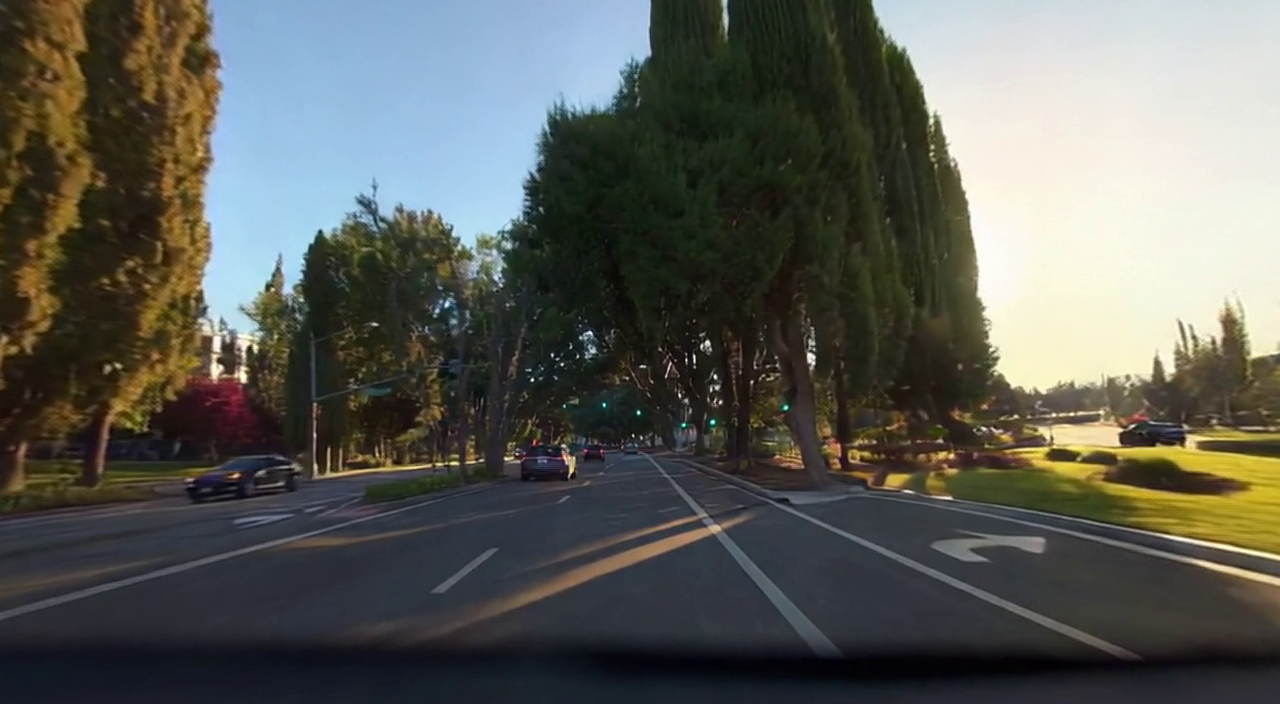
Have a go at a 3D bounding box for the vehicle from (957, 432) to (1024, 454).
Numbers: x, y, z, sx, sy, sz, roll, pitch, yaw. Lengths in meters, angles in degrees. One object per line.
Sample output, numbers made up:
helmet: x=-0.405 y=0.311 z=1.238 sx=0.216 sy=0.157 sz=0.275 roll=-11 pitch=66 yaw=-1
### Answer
vehicle: x=27.183 y=7.071 z=49.151 sx=4.031 sy=1.620 sz=1.885 roll=-1 pitch=-9 yaw=8

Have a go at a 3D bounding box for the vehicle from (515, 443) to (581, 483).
vehicle: x=-3.564 y=4.379 z=25.268 sx=1.932 sy=1.431 sz=4.144 roll=0 pitch=-9 yaw=1

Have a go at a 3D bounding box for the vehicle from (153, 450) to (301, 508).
vehicle: x=-14.589 y=4.466 z=22.769 sx=2.070 sy=1.782 sz=4.735 roll=0 pitch=-9 yaw=1
